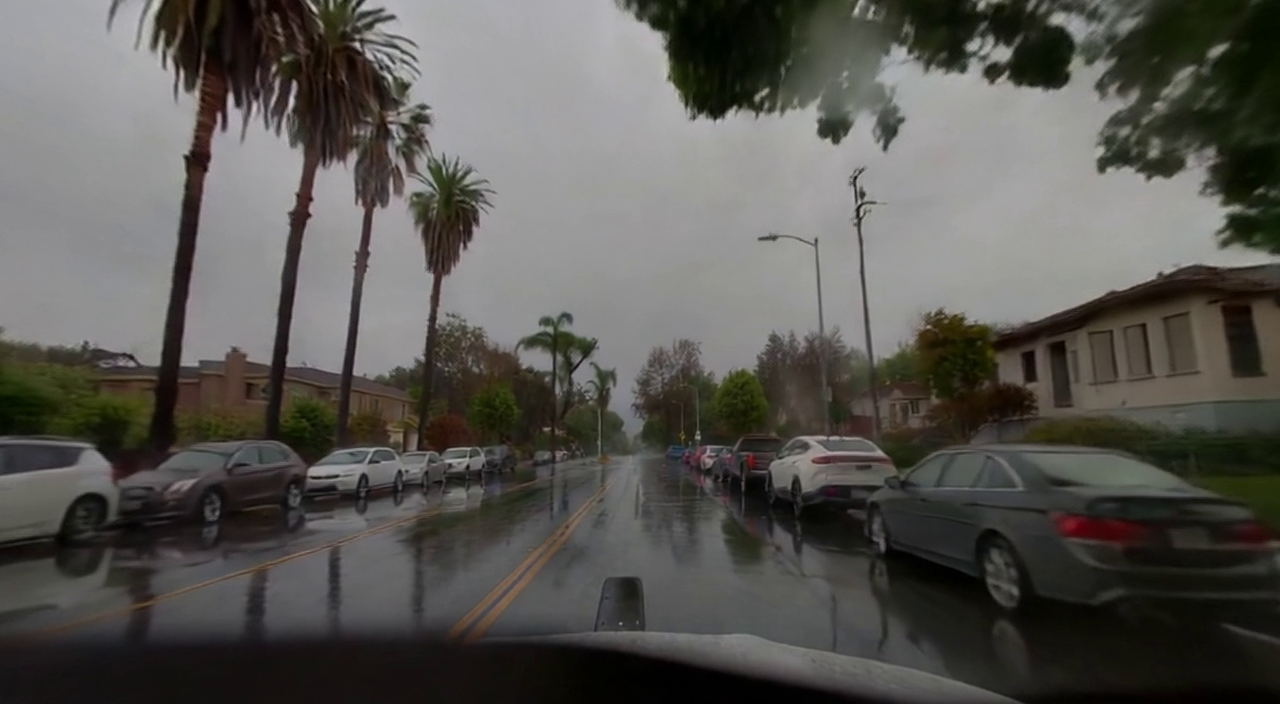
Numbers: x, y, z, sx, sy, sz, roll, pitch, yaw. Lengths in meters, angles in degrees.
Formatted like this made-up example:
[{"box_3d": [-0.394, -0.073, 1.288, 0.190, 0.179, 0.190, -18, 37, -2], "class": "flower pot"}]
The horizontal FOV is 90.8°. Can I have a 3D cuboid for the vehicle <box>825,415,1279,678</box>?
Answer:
[{"box_3d": [3.566, 1.529, 6.150, 2.096, 1.452, 4.741, -3, -10, 0], "class": "vehicle"}]

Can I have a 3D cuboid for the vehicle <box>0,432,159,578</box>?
[{"box_3d": [-9.396, 2.008, 8.504, 4.126, 1.802, 1.988, 3, -9, -22], "class": "vehicle"}]

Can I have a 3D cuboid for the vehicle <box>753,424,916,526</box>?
[{"box_3d": [3.608, 2.353, 12.642, 1.899, 1.669, 4.259, 0, -8, 0], "class": "vehicle"}]
